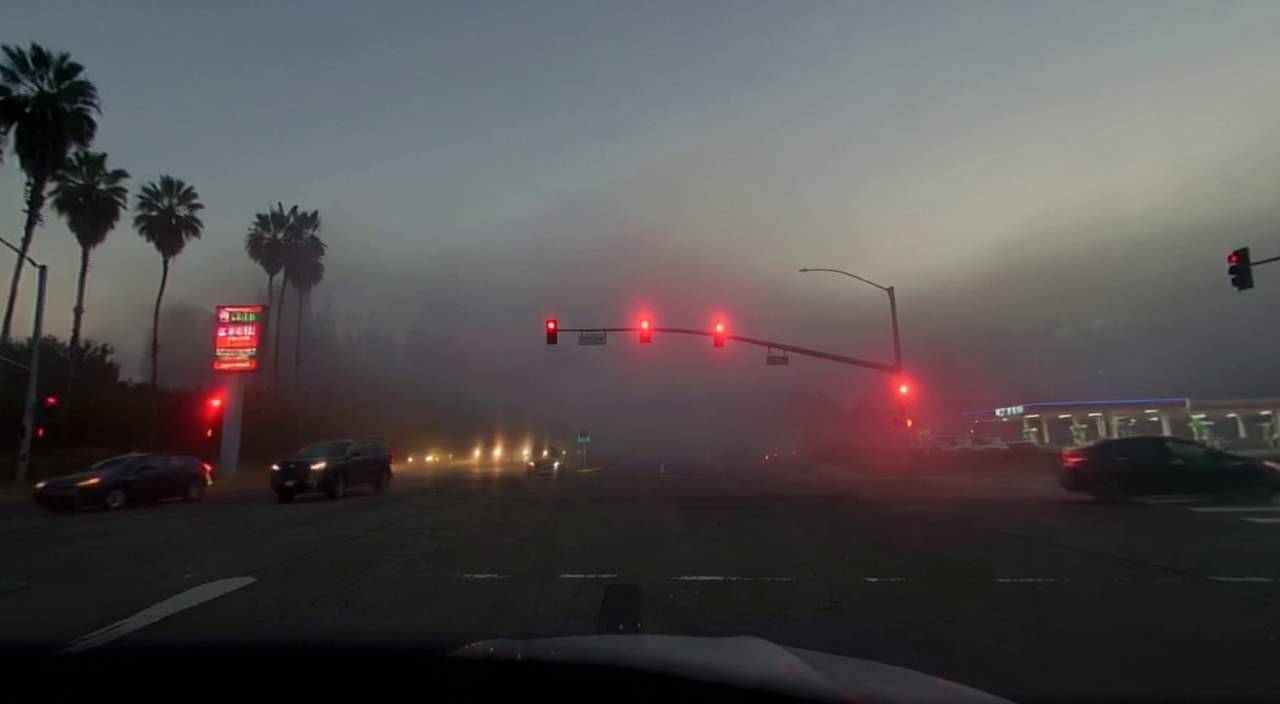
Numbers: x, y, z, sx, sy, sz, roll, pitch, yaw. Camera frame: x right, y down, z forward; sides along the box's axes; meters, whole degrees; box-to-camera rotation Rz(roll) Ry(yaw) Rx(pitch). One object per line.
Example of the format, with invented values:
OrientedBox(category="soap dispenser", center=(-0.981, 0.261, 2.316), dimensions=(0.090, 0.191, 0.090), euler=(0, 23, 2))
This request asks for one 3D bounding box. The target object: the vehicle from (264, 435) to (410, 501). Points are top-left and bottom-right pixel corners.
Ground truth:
OrientedBox(category="vehicle", center=(-8.512, 3.286, 18.275), dimensions=(2.156, 1.662, 4.186), euler=(0, -9, -1))

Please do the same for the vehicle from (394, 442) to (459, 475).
OrientedBox(category="vehicle", center=(-11.874, 5.950, 35.502), dimensions=(1.973, 1.712, 4.872), euler=(0, -9, 0))

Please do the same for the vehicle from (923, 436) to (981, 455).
OrientedBox(category="vehicle", center=(22.538, 6.766, 45.664), dimensions=(3.356, 1.395, 1.559), euler=(0, -9, -1))

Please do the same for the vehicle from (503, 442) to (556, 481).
OrientedBox(category="vehicle", center=(-4.620, 4.522, 26.460), dimensions=(1.983, 1.464, 4.579), euler=(1, -9, -10))

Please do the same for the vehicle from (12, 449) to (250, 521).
OrientedBox(category="vehicle", center=(-11.807, 3.060, 15.191), dimensions=(1.966, 1.455, 4.493), euler=(0, -9, 0))

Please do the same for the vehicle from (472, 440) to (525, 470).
OrientedBox(category="vehicle", center=(-8.553, 6.296, 38.607), dimensions=(2.124, 1.701, 4.551), euler=(0, -9, 1))

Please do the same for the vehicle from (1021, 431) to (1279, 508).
OrientedBox(category="vehicle", center=(12.377, 2.777, 15.206), dimensions=(4.938, 1.651, 2.138), euler=(-1, -9, 8))
